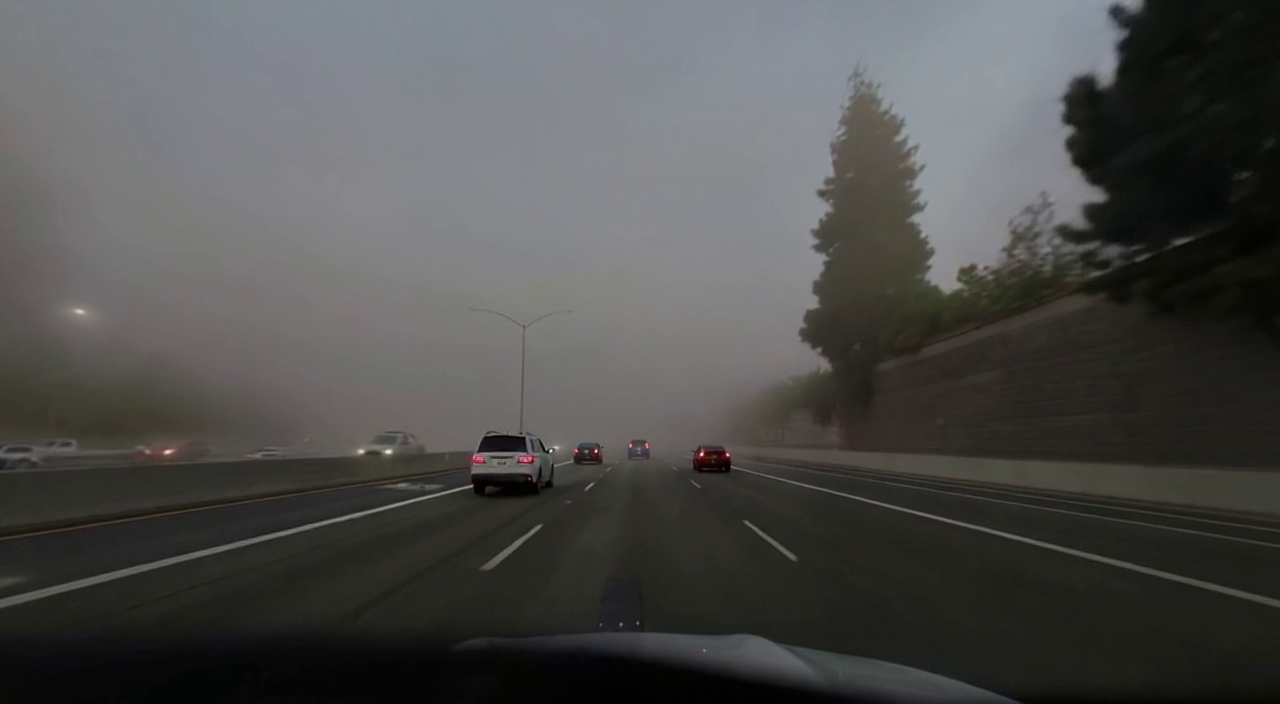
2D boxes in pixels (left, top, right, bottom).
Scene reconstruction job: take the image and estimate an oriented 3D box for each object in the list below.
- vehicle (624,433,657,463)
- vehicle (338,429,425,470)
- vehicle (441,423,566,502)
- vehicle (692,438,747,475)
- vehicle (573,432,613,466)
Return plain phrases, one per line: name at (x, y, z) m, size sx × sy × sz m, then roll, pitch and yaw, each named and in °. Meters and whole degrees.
vehicle at (0.037, 7.454, 48.949) m, size 2.485 × 2.215 × 5.199 m, roll 0°, pitch -8°, yaw 0°
vehicle at (-17.423, 6.649, 43.037) m, size 2.877 × 2.497 × 7.068 m, roll 0°, pitch -8°, yaw 1°
vehicle at (-3.503, 2.979, 17.490) m, size 2.184 × 1.819 × 5.441 m, roll 0°, pitch -8°, yaw 1°
vehicle at (4.060, 5.425, 32.945) m, size 2.224 × 1.752 × 4.487 m, roll 0°, pitch -8°, yaw -1°
vehicle at (-3.176, 6.692, 43.583) m, size 2.378 × 2.214 × 4.352 m, roll 0°, pitch -8°, yaw 0°
